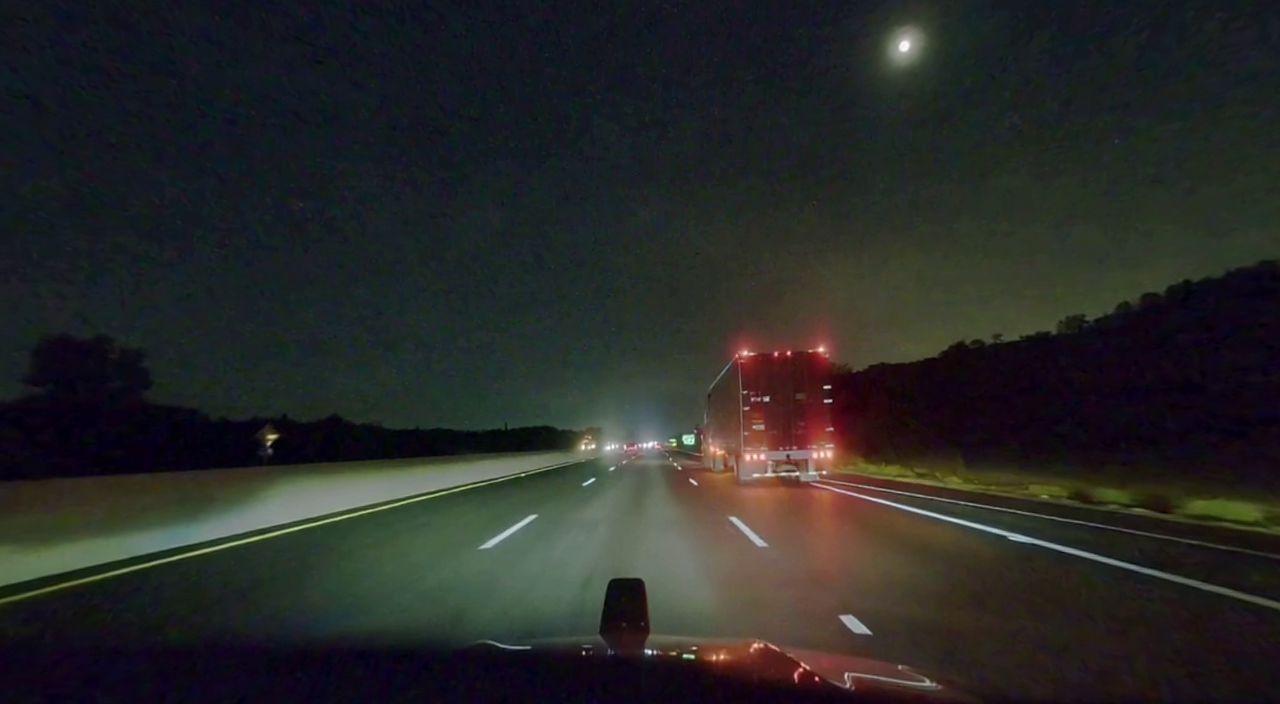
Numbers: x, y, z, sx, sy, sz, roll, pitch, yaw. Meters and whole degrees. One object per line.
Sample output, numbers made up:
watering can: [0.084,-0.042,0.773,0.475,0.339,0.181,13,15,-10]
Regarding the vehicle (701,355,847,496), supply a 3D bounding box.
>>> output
vehicle: [4.126,2.792,22.777,2.870,3.768,11.872,0,-8,1]
